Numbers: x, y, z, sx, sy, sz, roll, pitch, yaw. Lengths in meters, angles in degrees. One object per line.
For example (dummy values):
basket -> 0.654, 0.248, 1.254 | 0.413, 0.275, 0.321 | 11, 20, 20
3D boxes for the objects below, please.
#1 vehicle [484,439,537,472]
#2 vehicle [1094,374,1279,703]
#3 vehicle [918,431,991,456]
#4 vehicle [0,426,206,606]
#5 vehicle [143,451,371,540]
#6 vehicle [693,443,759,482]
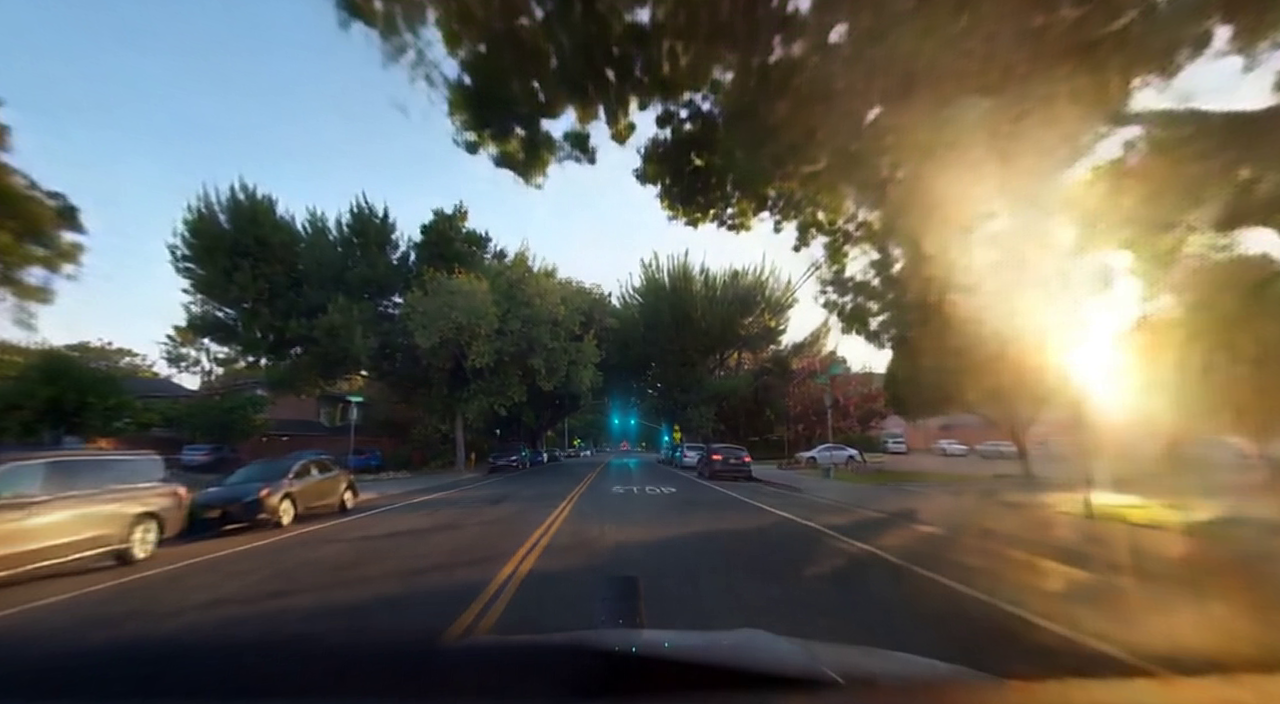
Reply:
vehicle -> -8.397, 6.744, 41.443 | 2.420, 2.004, 5.615 | 0, -9, -2
vehicle -> 4.257, 0.807, 2.067 | 1.992, 1.703, 4.503 | 0, -9, -3
vehicle -> 24.393, 7.102, 49.075 | 4.476, 1.795, 2.055 | -1, -9, -2
vehicle -> -7.217, 1.685, 6.778 | 2.092, 1.706, 4.356 | 0, -9, -2
vehicle -> -7.363, 2.751, 12.828 | 1.954, 1.430, 4.395 | 0, -9, -2
vehicle -> 3.633, 4.753, 27.584 | 1.955, 1.536, 4.395 | 1, -9, -4
